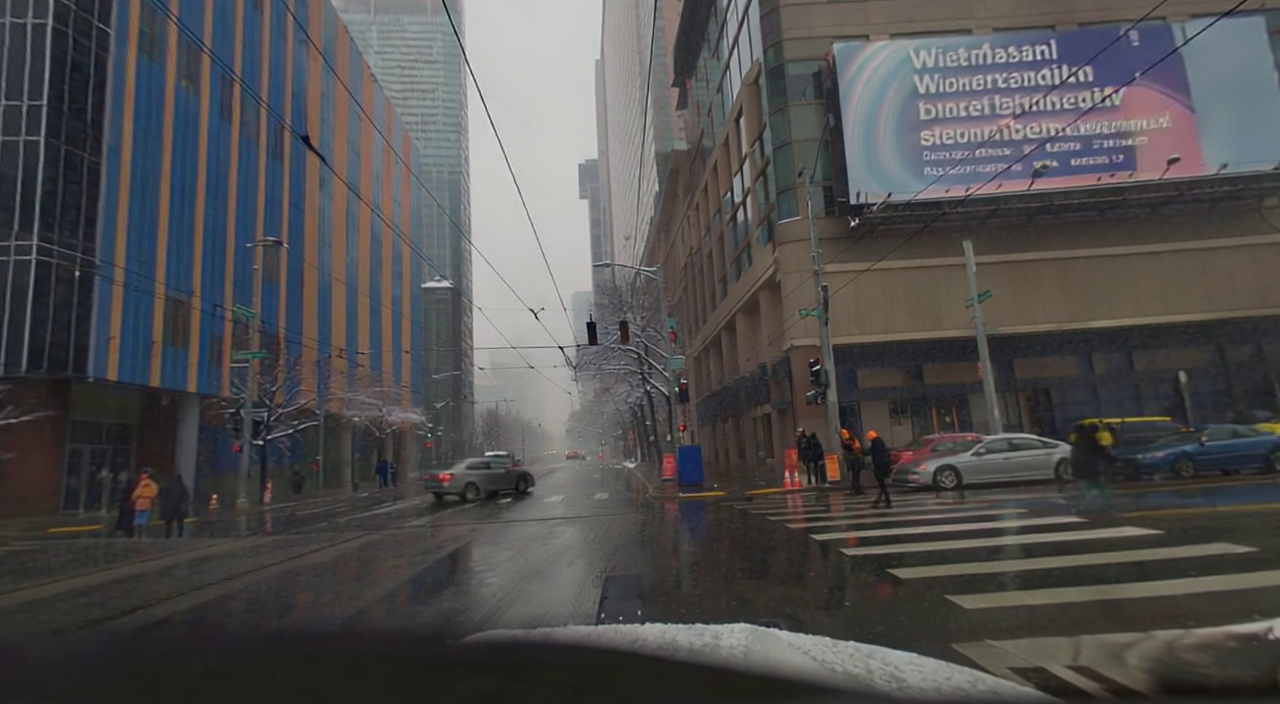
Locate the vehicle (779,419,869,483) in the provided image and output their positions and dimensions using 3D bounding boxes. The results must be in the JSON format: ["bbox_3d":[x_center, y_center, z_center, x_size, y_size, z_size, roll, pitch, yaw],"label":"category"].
[{"bbox_3d":[7.604,4.098,26.634,2.316,2.425,4.466,1,-7,-2],"label":"vehicle"}]

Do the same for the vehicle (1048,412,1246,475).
[{"bbox_3d":[16.765,3.043,21.071,4.944,1.946,1.952,0,-8,-3],"label":"vehicle"}]

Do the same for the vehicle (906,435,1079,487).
[{"bbox_3d":[11.399,3.524,20.572,4.697,1.510,1.596,0,-9,-4],"label":"vehicle"}]

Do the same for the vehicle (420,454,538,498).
[{"bbox_3d":[-6.239,4.831,25.032,1.797,1.490,4.549,-5,-10,31],"label":"vehicle"}]
